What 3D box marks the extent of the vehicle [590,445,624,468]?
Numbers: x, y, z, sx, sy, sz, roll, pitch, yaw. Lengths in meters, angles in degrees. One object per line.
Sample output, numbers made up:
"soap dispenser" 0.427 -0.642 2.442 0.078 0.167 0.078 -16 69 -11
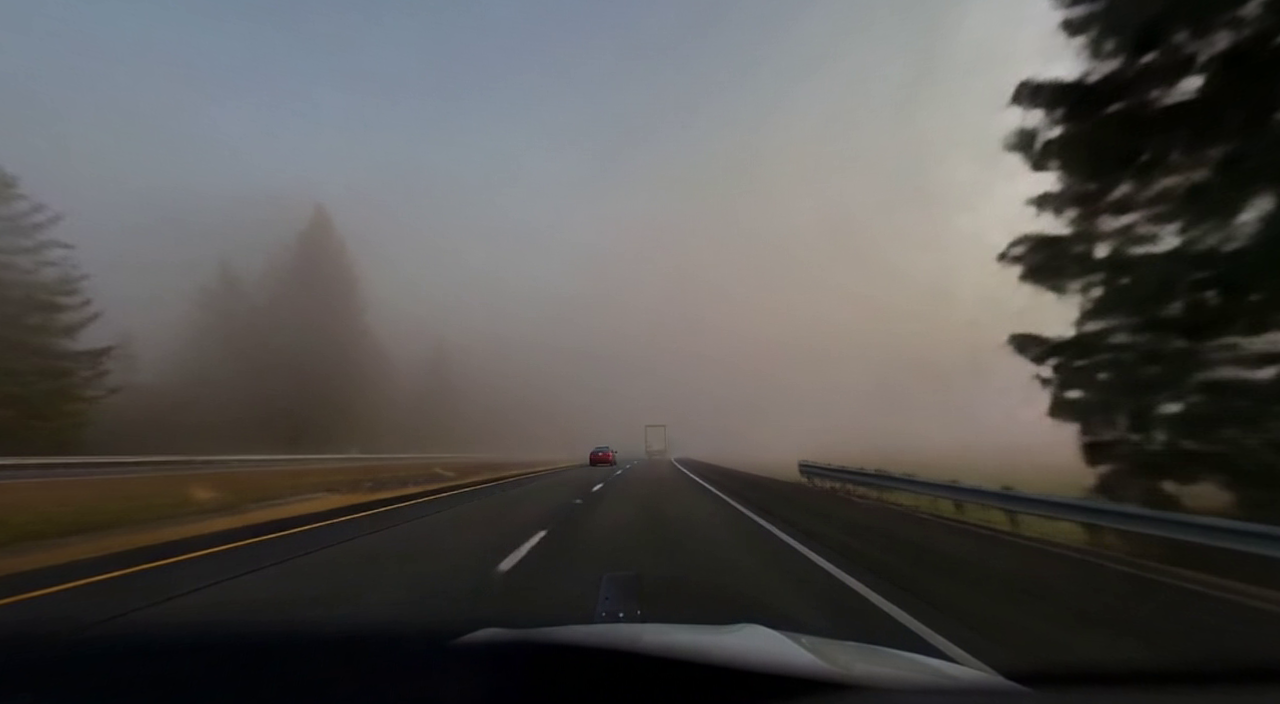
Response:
"vehicle" -2.372 7.668 46.425 2.199 1.555 4.451 0 -9 1
